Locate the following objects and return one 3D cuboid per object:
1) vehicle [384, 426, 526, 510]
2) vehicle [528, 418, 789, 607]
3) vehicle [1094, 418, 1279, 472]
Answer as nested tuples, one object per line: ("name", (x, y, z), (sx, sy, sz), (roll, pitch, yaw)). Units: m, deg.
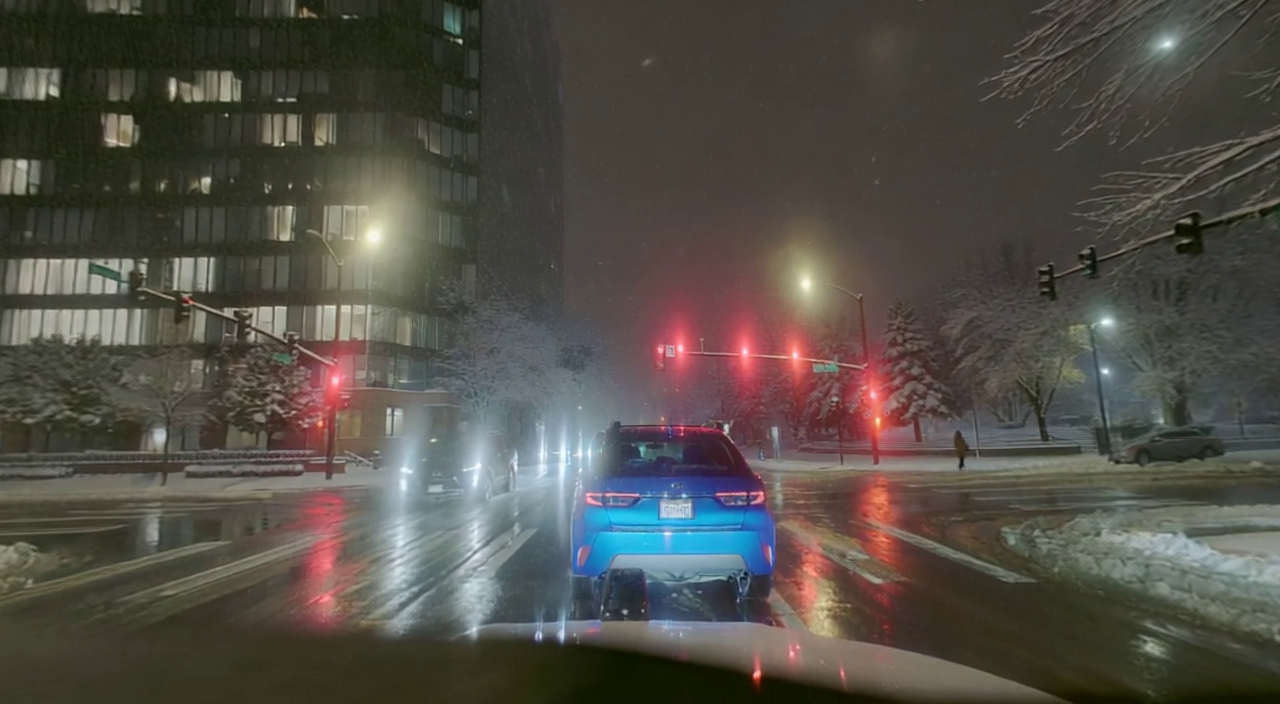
("vehicle", (-4.329, 2.791, 15.659), (2.006, 1.756, 4.599), (0, -8, 1))
("vehicle", (-0.139, 1.653, 7.492), (1.893, 1.532, 4.145), (2, -9, -16))
("vehicle", (19.135, 3.266, 22.220), (4.675, 1.772, 1.945), (0, -8, 0))
